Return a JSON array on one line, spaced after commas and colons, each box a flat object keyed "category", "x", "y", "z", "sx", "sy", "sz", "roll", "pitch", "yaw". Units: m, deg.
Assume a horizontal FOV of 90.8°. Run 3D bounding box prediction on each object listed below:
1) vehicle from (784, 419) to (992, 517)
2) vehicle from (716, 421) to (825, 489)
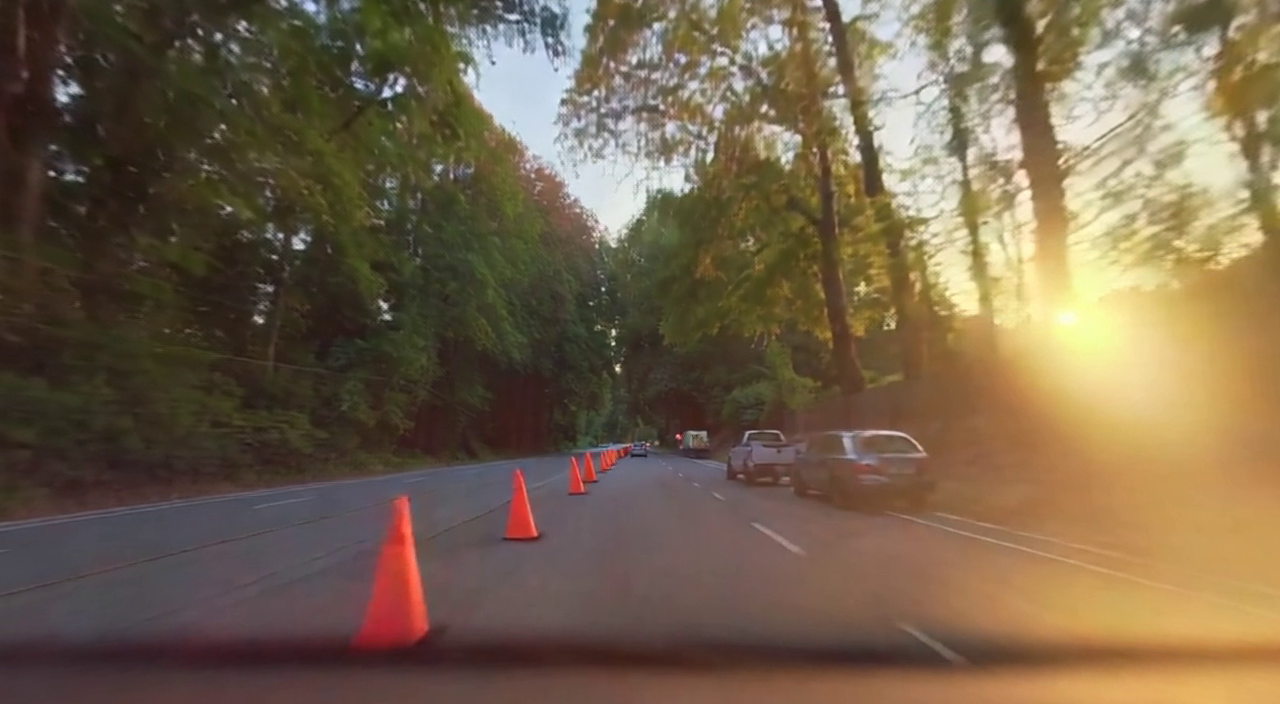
[{"category": "vehicle", "x": 5.755, "y": 2.800, "z": 15.974, "sx": 2.294, "sy": 1.949, "sz": 6.246, "roll": 0, "pitch": -8, "yaw": -5}, {"category": "vehicle", "x": 4.678, "y": 3.999, "z": 23.925, "sx": 2.694, "sy": 2.177, "sz": 6.177, "roll": 1, "pitch": -11, "yaw": -1}]
